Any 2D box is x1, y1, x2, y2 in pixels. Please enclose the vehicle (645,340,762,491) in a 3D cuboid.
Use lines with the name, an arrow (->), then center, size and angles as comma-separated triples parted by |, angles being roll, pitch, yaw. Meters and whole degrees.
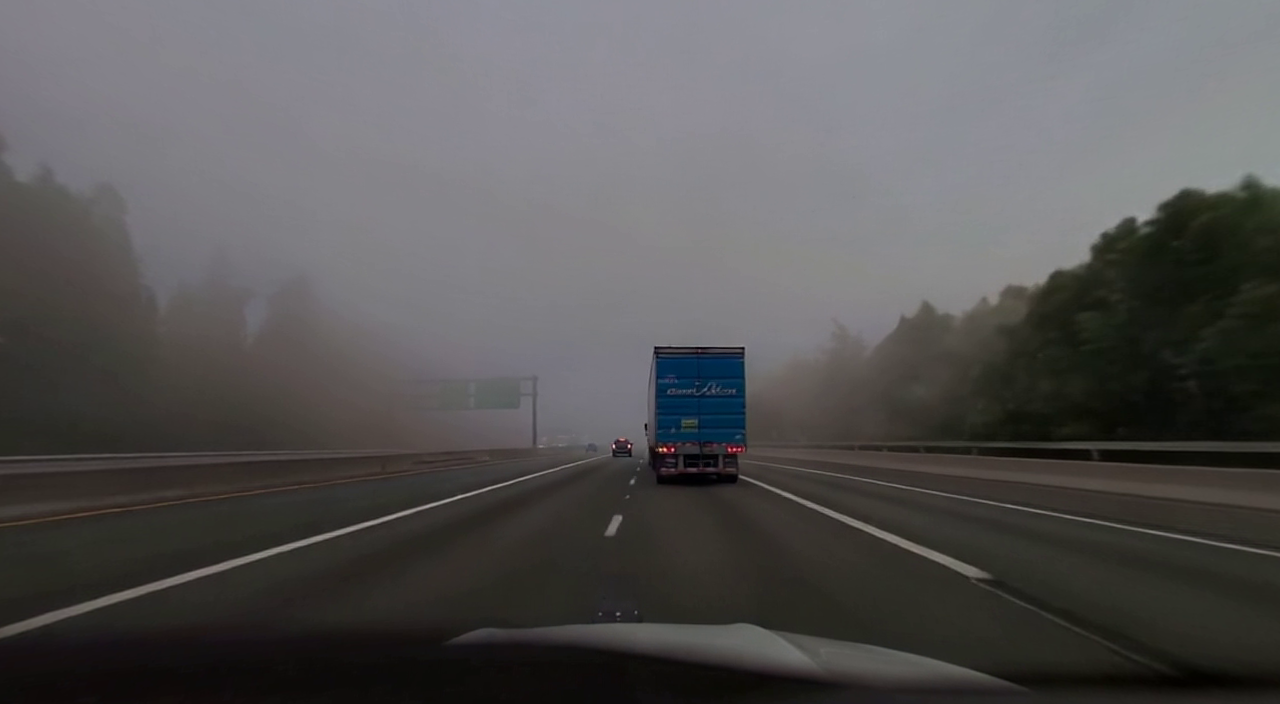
vehicle -> 1.648, 2.270, 21.067 | 2.920, 3.860, 10.035 | 0, -8, 0
